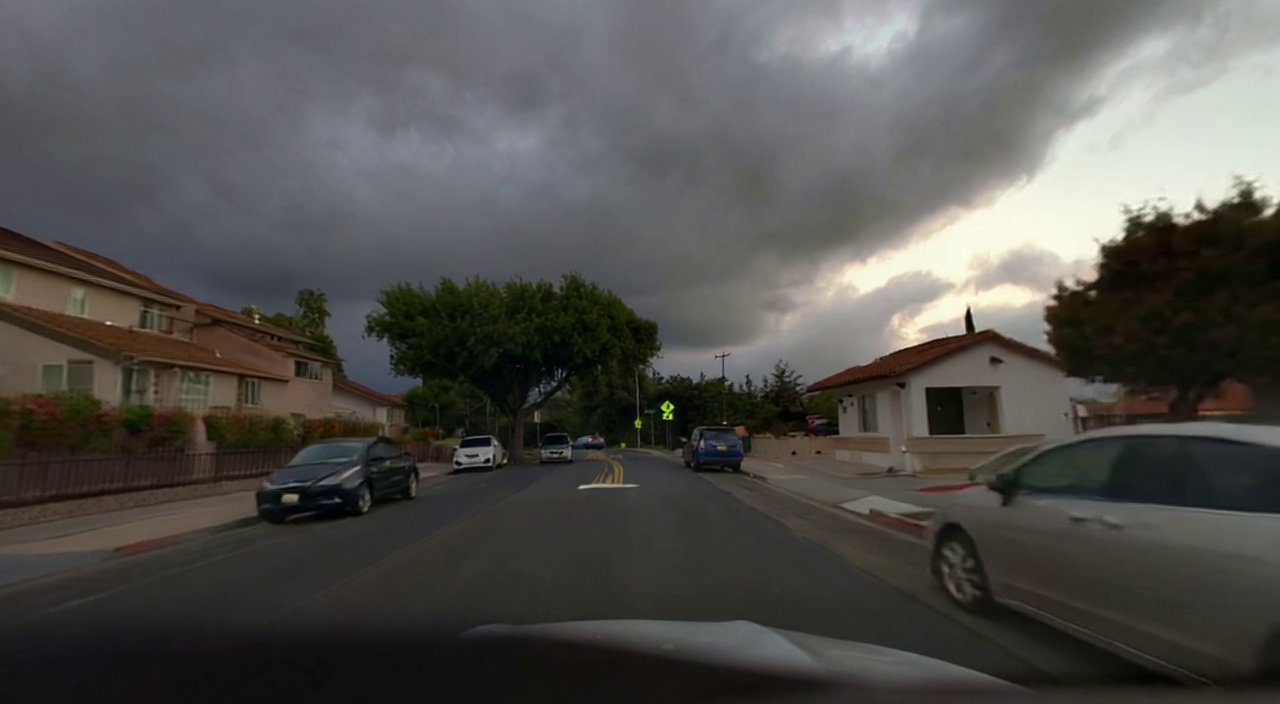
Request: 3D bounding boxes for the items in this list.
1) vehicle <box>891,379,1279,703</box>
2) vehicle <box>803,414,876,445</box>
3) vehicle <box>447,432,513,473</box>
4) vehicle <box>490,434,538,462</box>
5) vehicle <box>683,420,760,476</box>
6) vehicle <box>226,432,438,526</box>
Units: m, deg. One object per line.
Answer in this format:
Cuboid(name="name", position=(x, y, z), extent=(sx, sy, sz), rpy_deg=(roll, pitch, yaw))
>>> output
Cuboid(name="vehicle", position=(3.249, 0.979, 3.089), extent=(1.875, 1.568, 4.899), rpy_deg=(0, -7, -2))
Cuboid(name="vehicle", position=(12.578, 4.906, 39.687), extent=(4.184, 1.817, 2.026), rpy_deg=(-4, -8, 21))
Cuboid(name="vehicle", position=(-6.456, 4.062, 25.828), extent=(1.842, 1.540, 3.704), rpy_deg=(0, -8, -2))
Cuboid(name="vehicle", position=(-6.823, 5.244, 34.571), extent=(1.919, 1.464, 4.155), rpy_deg=(0, -8, -2))
Cuboid(name="vehicle", position=(2.637, 3.221, 21.486), extent=(1.997, 1.663, 4.544), rpy_deg=(0, -8, 0))
Cuboid(name="vehicle", position=(-5.916, 2.432, 13.105), extent=(1.972, 1.502, 5.530), rpy_deg=(0, -7, -4))
